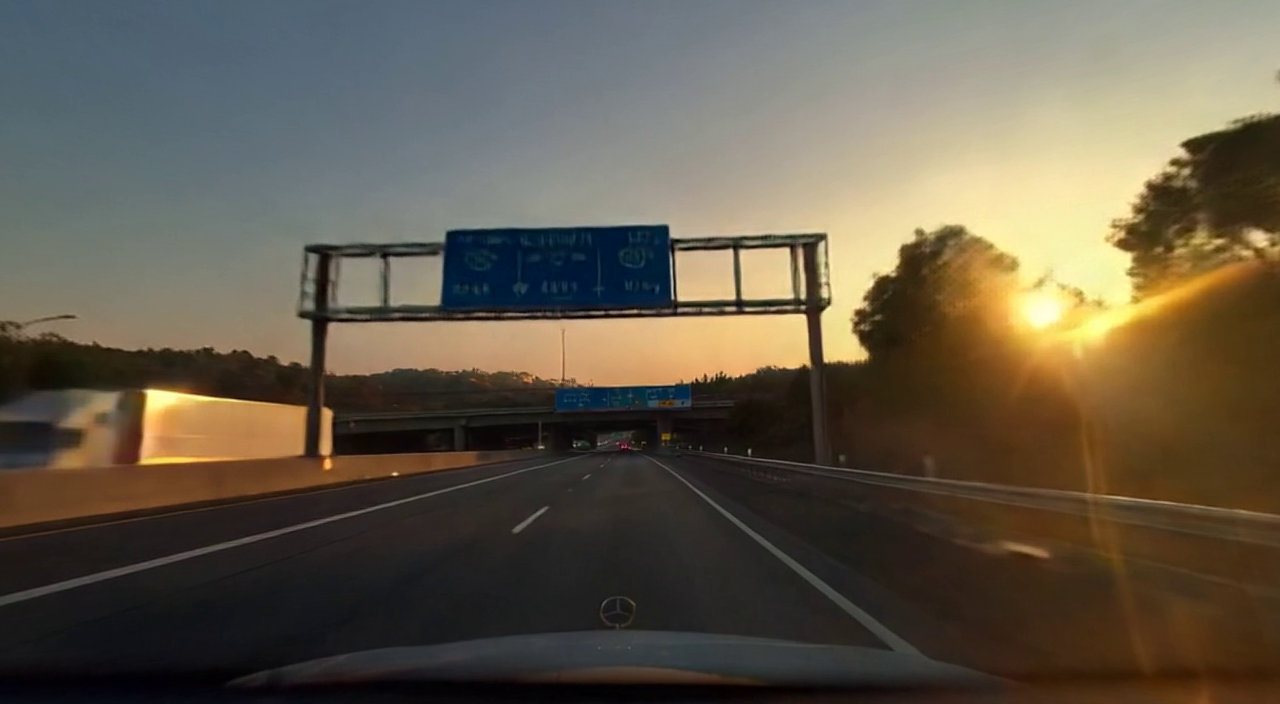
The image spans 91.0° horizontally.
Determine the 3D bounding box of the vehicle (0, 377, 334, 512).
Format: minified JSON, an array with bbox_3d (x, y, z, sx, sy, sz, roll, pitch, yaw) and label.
[{"bbox_3d":[-17.290,3.649,25.159,3.238,3.929,13.277,-1,-8,1],"label":"vehicle"}]
